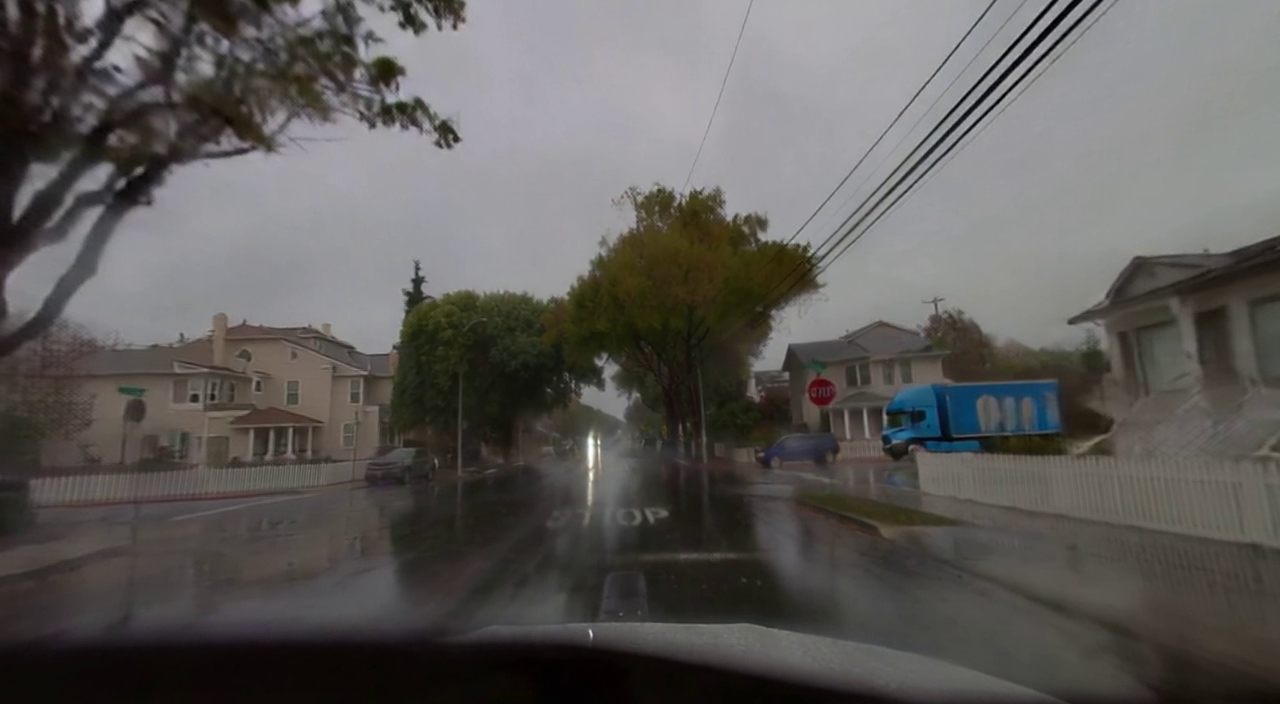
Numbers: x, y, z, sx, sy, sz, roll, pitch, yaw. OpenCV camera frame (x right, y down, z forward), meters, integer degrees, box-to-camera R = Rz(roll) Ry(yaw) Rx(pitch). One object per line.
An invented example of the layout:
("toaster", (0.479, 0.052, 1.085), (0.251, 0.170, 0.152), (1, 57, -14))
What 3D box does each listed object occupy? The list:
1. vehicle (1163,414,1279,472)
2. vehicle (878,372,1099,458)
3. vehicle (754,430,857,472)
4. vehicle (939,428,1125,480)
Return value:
("vehicle", (19.263, 2.867, 19.765), (3.982, 1.661, 2.106), (2, -9, -5))
("vehicle", (14.942, 2.798, 27.609), (7.759, 3.523, 2.930), (0, -9, 0))
("vehicle", (7.133, 4.326, 27.644), (3.867, 1.710, 2.107), (0, -9, -1))
("vehicle", (12.011, 3.132, 19.566), (4.488, 1.507, 1.954), (0, -8, -3))
